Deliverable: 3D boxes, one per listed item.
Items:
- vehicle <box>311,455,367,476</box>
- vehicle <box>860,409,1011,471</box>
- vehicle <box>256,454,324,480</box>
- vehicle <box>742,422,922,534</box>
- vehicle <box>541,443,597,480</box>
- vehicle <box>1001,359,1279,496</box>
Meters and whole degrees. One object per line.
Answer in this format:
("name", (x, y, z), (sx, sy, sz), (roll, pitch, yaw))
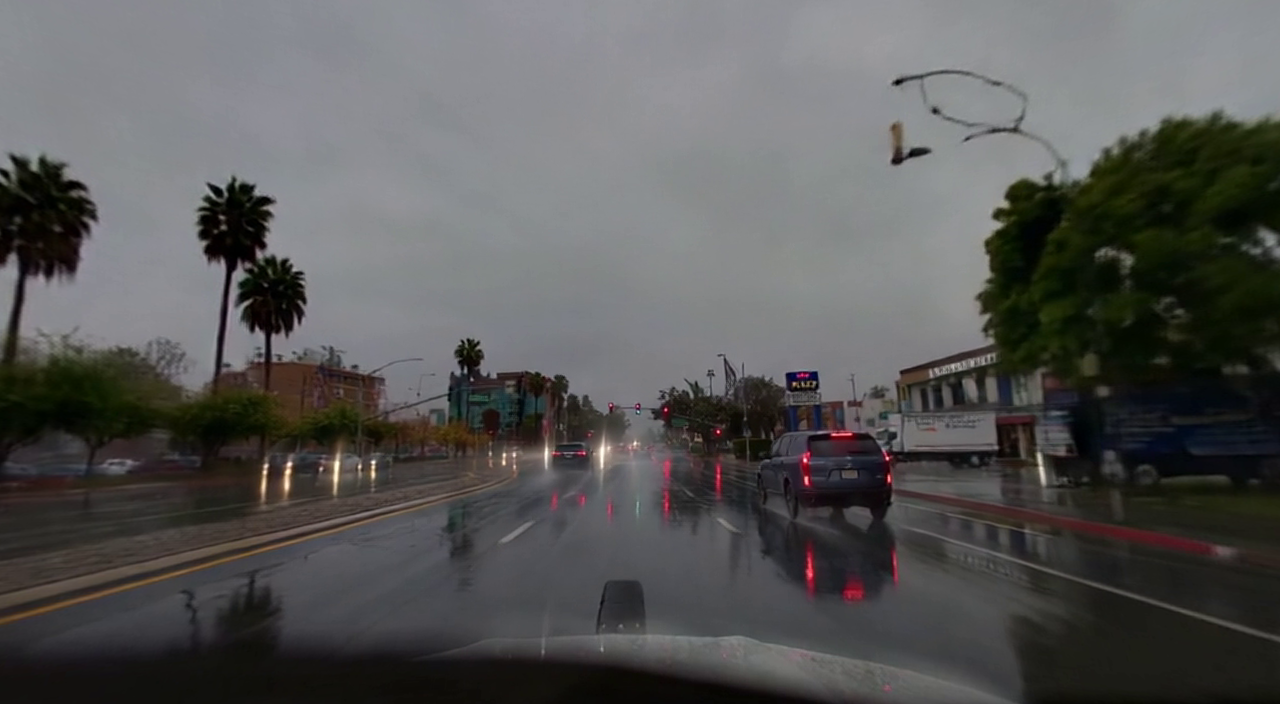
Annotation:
("vehicle", (-22.583, 8.523, 47.644), (1.997, 1.434, 4.569), (0, -9, 0))
("vehicle", (15.799, 4.770, 34.241), (6.704, 3.194, 2.704), (-1, -9, 6))
("vehicle", (-22.517, 7.383, 40.807), (2.045, 1.536, 3.911), (0, -9, 1))
("vehicle", (3.344, 2.288, 12.028), (1.982, 1.711, 4.276), (0, -9, -1))
("vehicle", (-3.011, 4.737, 27.550), (2.034, 1.498, 3.995), (0, -9, -1))
("vehicle", (14.479, 2.103, 17.542), (7.195, 3.468, 2.597), (0, -9, -3))
